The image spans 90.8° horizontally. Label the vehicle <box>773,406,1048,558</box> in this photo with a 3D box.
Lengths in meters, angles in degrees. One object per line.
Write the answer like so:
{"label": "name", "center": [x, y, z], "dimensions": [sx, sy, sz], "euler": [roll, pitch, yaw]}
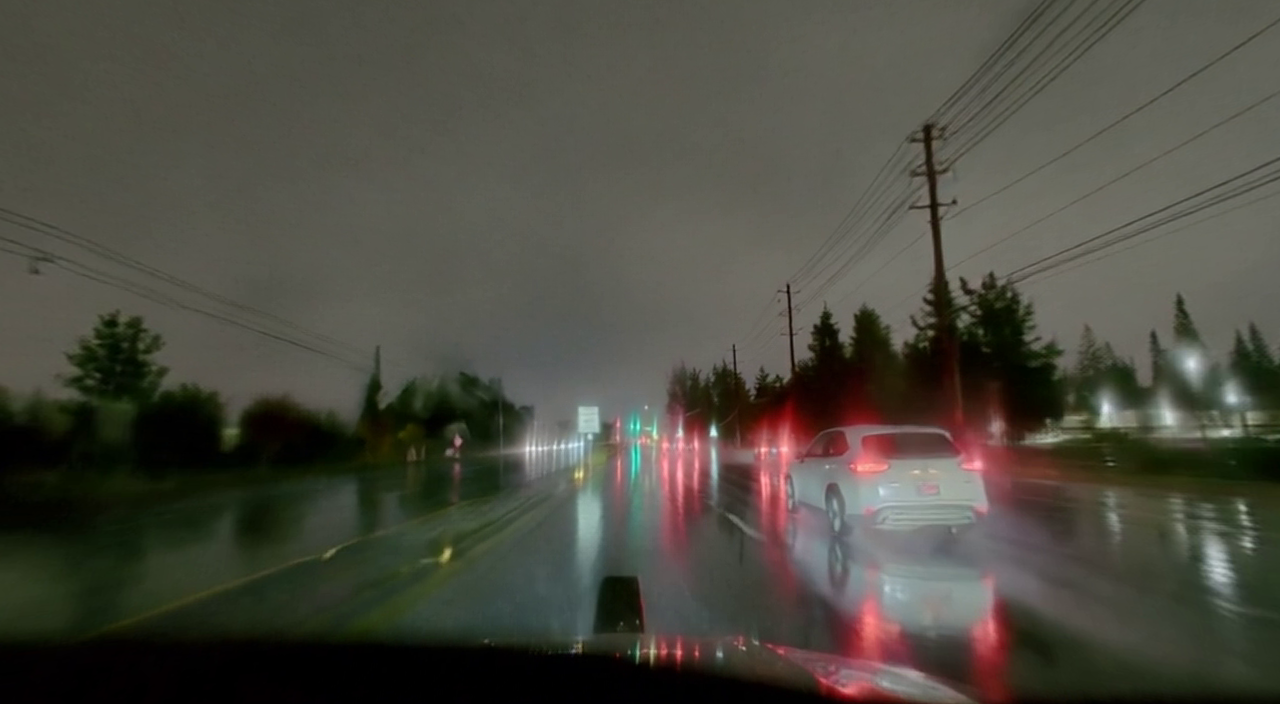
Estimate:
{"label": "vehicle", "center": [3.445, 1.739, 9.119], "dimensions": [2.078, 1.668, 4.078], "euler": [0, -8, -1]}
